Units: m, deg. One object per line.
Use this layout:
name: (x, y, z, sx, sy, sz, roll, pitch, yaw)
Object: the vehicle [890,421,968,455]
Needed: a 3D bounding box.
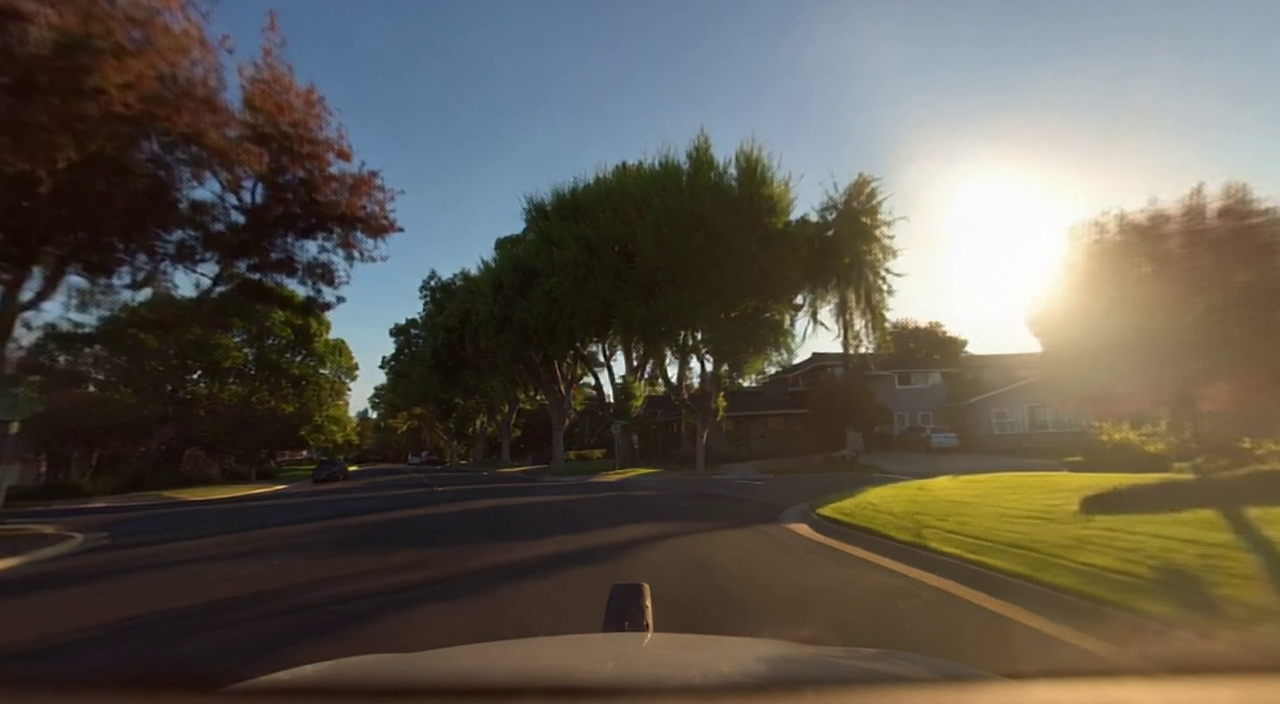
vehicle: (16.692, 5.049, 36.756, 1.992, 1.813, 5.079, 0, -8, -2)
